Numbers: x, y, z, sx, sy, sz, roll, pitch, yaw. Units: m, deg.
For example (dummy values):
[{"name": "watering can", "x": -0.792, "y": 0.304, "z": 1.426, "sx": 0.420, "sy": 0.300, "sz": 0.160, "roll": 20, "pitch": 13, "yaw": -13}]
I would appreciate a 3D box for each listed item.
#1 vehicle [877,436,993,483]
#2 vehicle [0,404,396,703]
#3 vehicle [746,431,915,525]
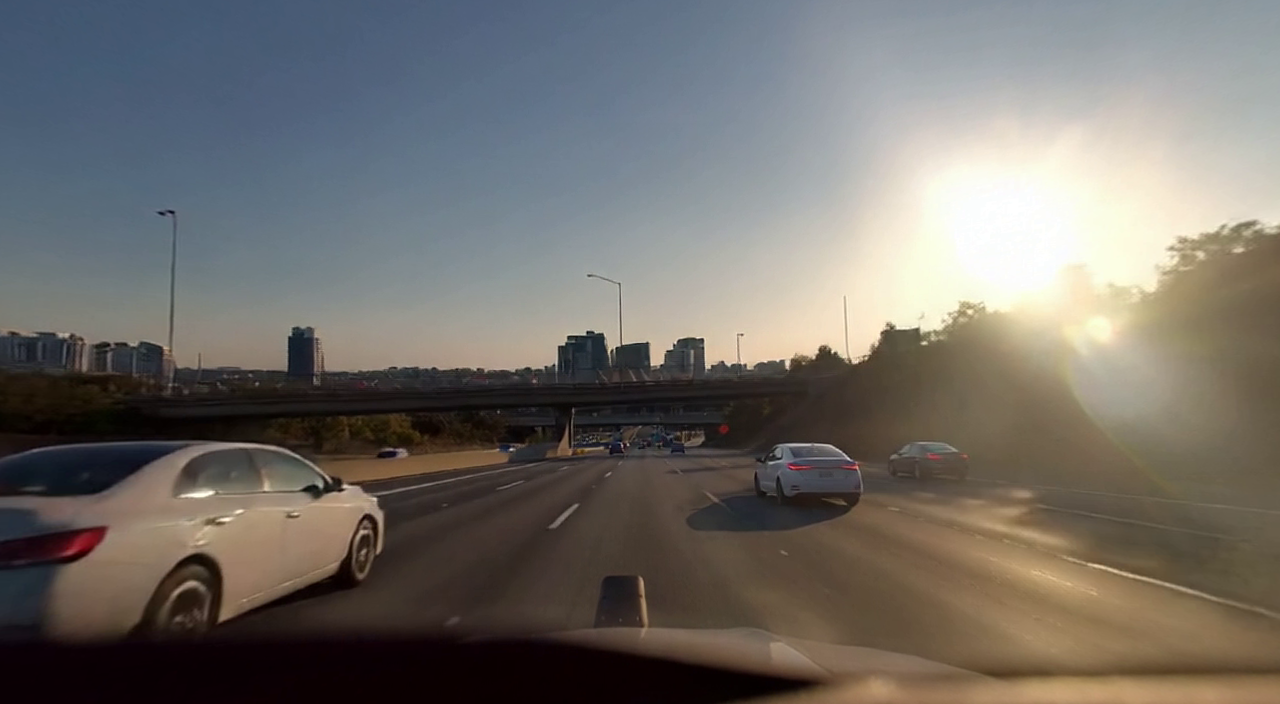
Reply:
[{"name": "vehicle", "x": 10.401, "y": 3.816, "z": 22.681, "sx": 2.019, "sy": 1.529, "sz": 4.385, "roll": 0, "pitch": -8, "yaw": -1}, {"name": "vehicle", "x": -3.506, "y": 1.239, "z": 4.220, "sx": 1.975, "sy": 1.536, "sz": 4.295, "roll": 0, "pitch": -8, "yaw": 1}, {"name": "vehicle", "x": 3.463, "y": 2.365, "z": 12.409, "sx": 1.961, "sy": 1.504, "sz": 4.094, "roll": 0, "pitch": -8, "yaw": -1}]
